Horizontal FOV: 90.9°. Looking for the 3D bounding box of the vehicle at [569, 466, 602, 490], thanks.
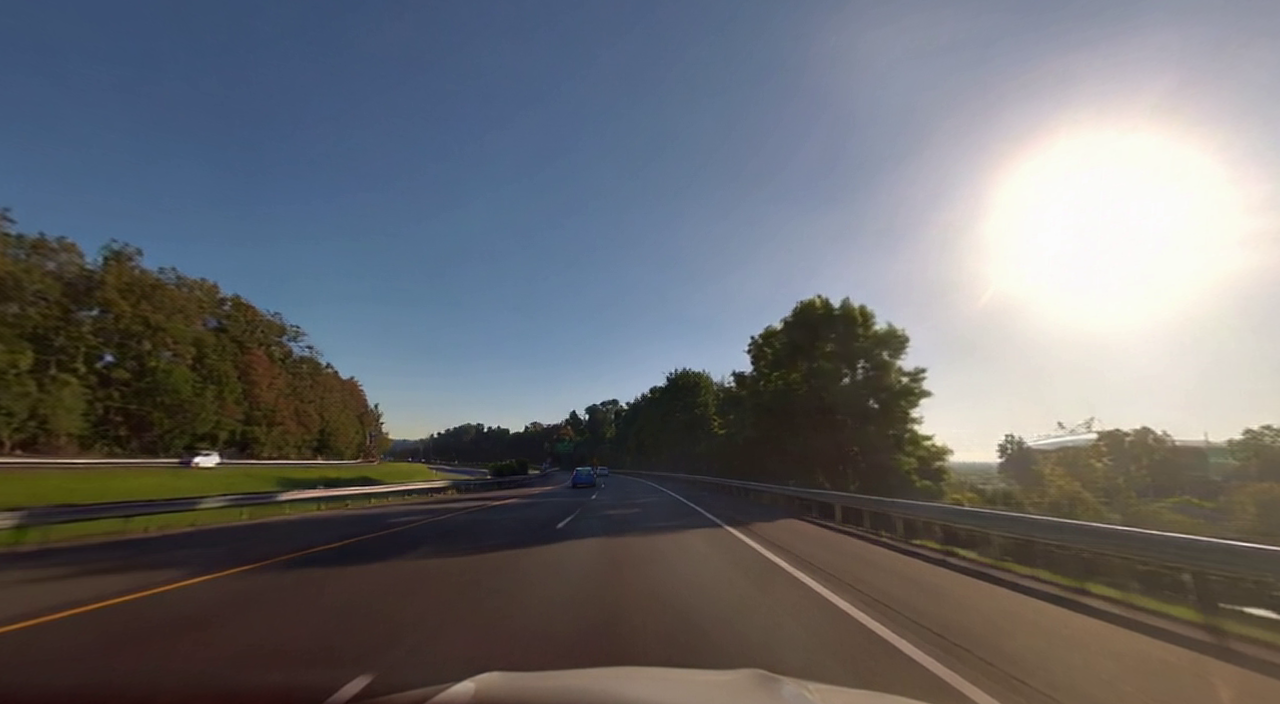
[{"bbox_3d":[-3.687,8.674,43.643,1.967,1.556,4.364,1,-10,-1],"label":"vehicle"}]
